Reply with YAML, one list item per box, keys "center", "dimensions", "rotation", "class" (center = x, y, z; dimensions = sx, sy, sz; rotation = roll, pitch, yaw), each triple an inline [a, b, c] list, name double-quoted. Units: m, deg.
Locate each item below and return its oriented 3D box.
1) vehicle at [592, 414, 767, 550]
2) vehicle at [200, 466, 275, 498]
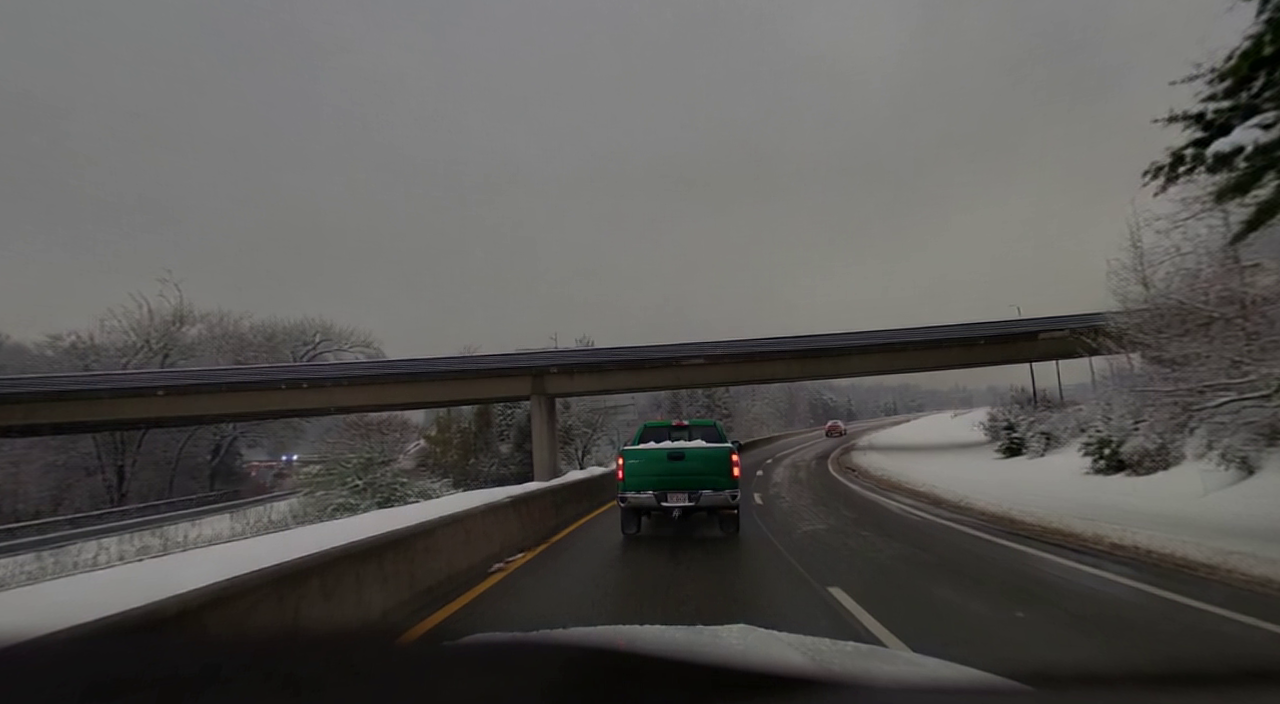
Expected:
- center: [0.688, 1.993, 10.345]
  dimensions: [2.235, 1.716, 4.435]
  rotation: [-1, -9, 5]
  class: "vehicle"
- center: [-21.970, 7.076, 34.554]
  dimensions: [1.965, 1.464, 4.514]
  rotation: [1, -9, -12]
  class: "vehicle"
